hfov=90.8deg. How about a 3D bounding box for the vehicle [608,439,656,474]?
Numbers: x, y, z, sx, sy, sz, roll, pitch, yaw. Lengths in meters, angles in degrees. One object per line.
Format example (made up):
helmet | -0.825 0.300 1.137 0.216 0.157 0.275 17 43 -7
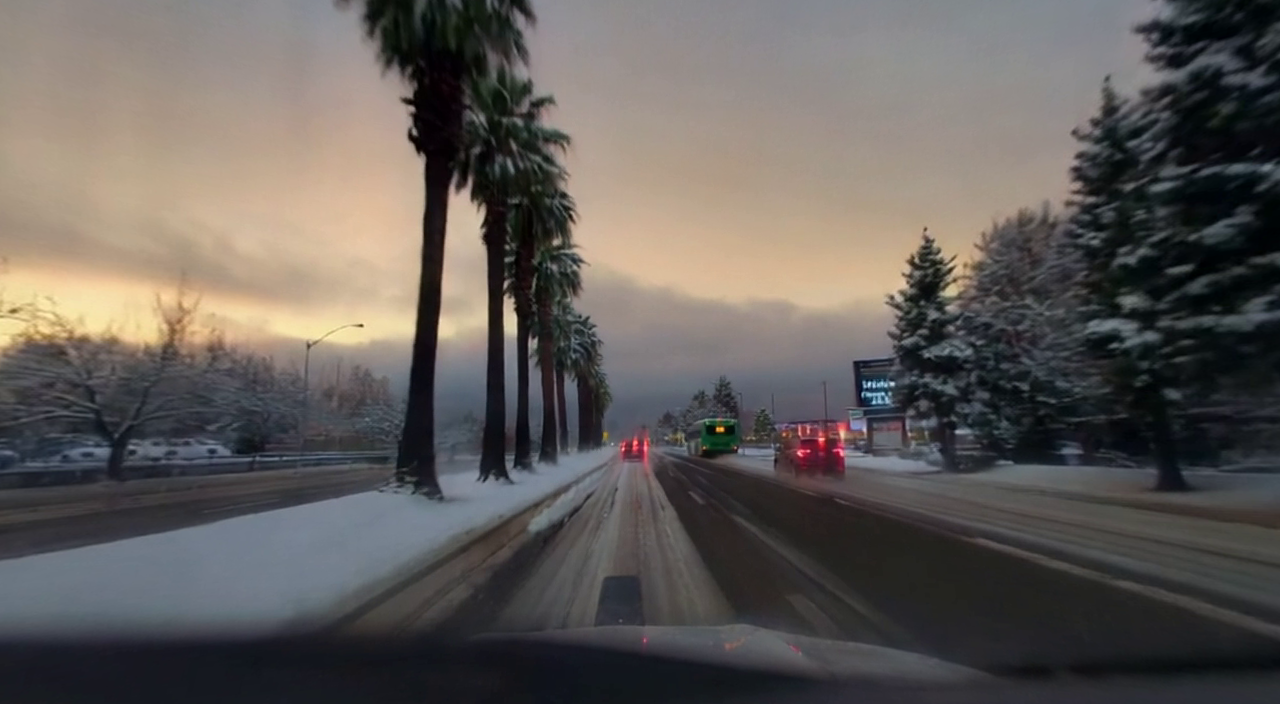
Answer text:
vehicle | -0.342 4.847 29.394 2.065 1.477 4.306 0 -9 1

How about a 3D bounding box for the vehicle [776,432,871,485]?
vehicle | 6.314 3.715 22.304 2.031 1.670 4.154 0 -9 -1
